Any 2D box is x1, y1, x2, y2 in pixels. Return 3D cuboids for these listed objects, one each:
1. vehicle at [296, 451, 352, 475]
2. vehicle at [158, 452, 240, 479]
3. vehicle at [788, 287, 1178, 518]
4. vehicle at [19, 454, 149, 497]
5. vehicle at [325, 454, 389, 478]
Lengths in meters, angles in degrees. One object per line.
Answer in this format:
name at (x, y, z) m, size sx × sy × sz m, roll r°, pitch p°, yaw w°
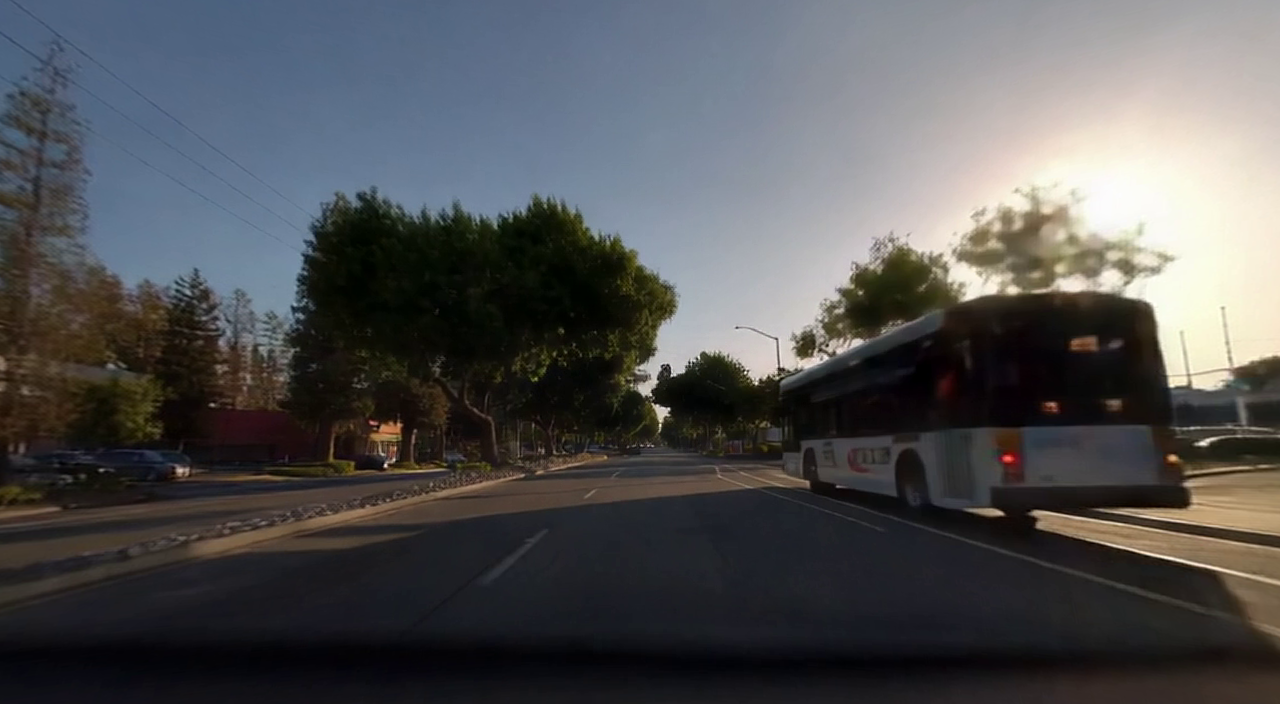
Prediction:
vehicle at (-23.446, 8.221, 46.905) m, size 1.930 × 1.451 × 4.124 m, roll -2°, pitch -7°, yaw 3°
vehicle at (-29.961, 7.686, 42.849) m, size 4.251 × 1.563 × 1.950 m, roll -3°, pitch -8°, yaw 4°
vehicle at (8.316, 1.879, 19.004) m, size 4.582 × 4.678 × 12.589 m, roll 0°, pitch -8°, yaw 0°
vehicle at (-25.931, 5.765, 29.464) m, size 4.623 × 1.653 × 2.050 m, roll -3°, pitch -6°, yaw 9°
vehicle at (-20.874, 8.420, 46.762) m, size 2.114 × 1.602 × 4.824 m, roll -1°, pitch -9°, yaw 6°
